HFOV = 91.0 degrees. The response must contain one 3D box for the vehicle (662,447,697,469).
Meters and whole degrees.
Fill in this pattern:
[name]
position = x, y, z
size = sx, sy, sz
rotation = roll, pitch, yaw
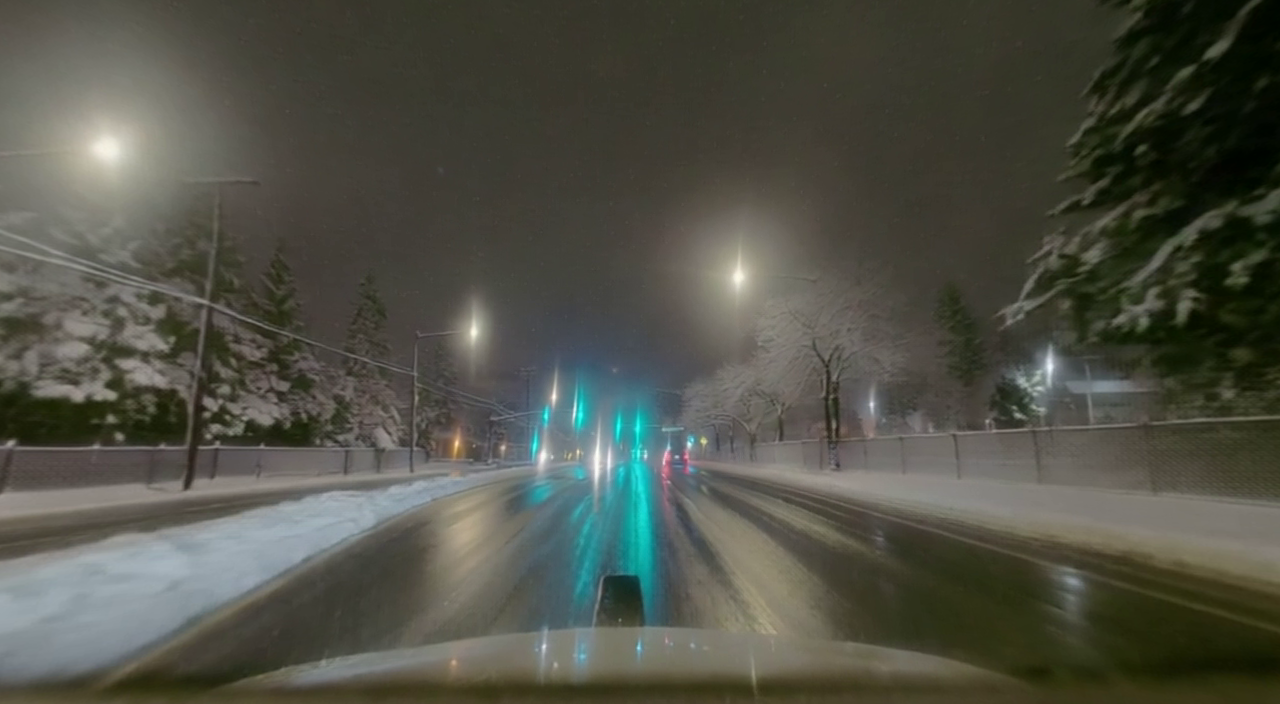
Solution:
[vehicle]
position = 2.673, 7.336, 43.733
size = 2.105, 1.490, 4.008
rotation = 0, -9, -1
